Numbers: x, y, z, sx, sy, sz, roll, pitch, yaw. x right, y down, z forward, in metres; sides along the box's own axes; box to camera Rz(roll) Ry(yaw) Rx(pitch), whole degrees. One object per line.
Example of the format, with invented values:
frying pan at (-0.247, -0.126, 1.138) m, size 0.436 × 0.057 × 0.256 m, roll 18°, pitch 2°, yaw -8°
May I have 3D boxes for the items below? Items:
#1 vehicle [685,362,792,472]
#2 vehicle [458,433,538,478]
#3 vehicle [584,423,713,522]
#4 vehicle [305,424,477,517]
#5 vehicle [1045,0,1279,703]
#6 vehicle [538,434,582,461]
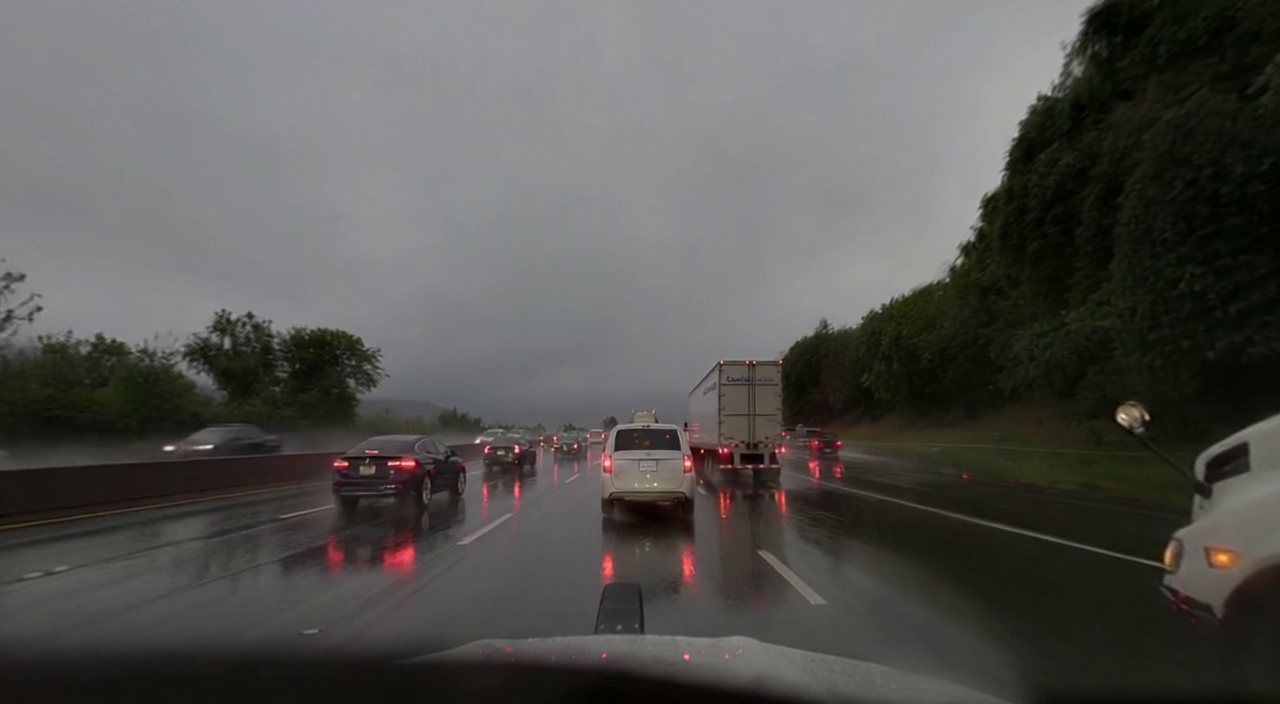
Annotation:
vehicle at (4.200, 3.355, 30.760) m, size 2.892 × 4.101 × 14.252 m, roll 0°, pitch -8°, yaw 0°
vehicle at (-5.004, 3.671, 22.813) m, size 1.880 × 1.458 × 3.978 m, roll 0°, pitch -8°, yaw 1°
vehicle at (0.131, 2.097, 11.529) m, size 1.973 × 1.505 × 3.568 m, roll 0°, pitch -8°, yaw 0°
vehicle at (-4.618, 2.218, 12.343) m, size 1.821 × 1.514 × 3.677 m, roll 0°, pitch -8°, yaw 0°
vehicle at (3.867, -0.291, 0.435) m, size 2.982 × 3.860 × 6.011 m, roll 0°, pitch -8°, yaw 0°
vehicle at (-4.596, 5.534, 36.747) m, size 1.887 × 1.493 × 4.411 m, roll 0°, pitch -8°, yaw 1°
